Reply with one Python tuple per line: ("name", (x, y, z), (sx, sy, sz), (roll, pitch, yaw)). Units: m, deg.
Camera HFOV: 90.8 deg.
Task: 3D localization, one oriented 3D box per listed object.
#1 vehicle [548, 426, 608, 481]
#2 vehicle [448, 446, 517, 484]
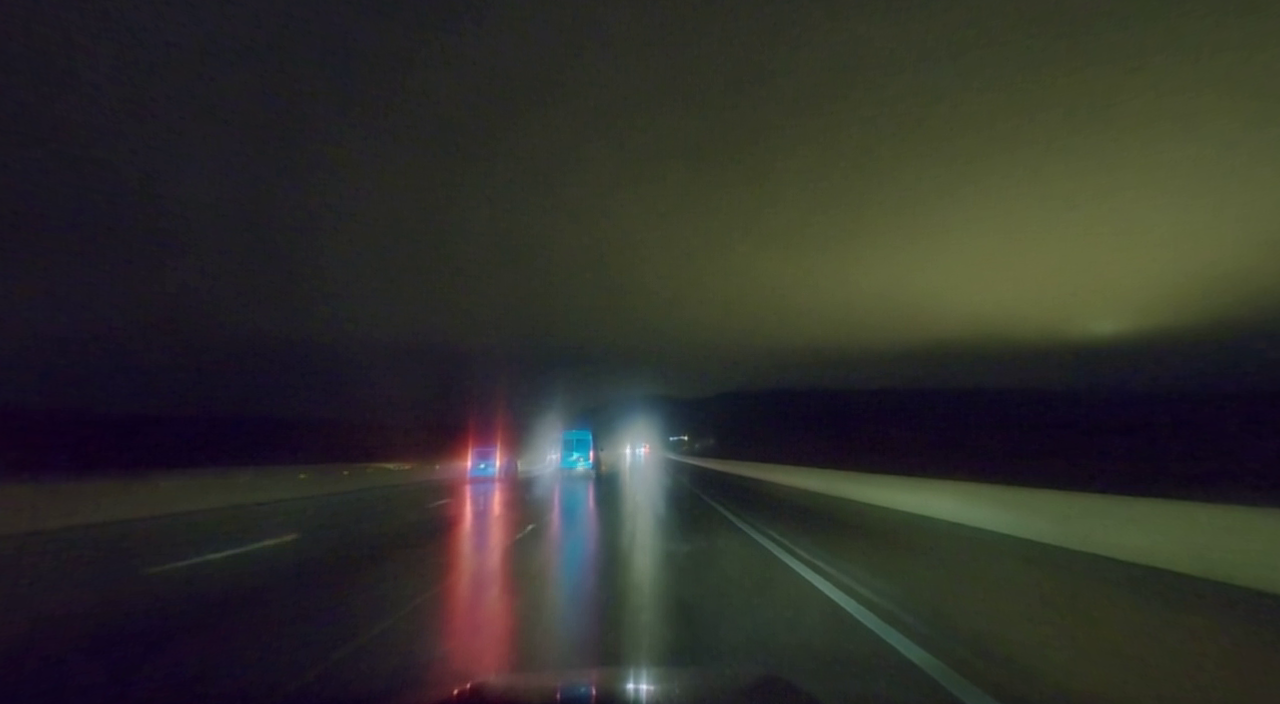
("vehicle", (-3.063, 5.234, 32.591), (2.437, 2.565, 5.829), (0, -9, 1))
("vehicle", (-7.520, 5.429, 30.567), (2.164, 1.664, 4.252), (0, -9, 1))
